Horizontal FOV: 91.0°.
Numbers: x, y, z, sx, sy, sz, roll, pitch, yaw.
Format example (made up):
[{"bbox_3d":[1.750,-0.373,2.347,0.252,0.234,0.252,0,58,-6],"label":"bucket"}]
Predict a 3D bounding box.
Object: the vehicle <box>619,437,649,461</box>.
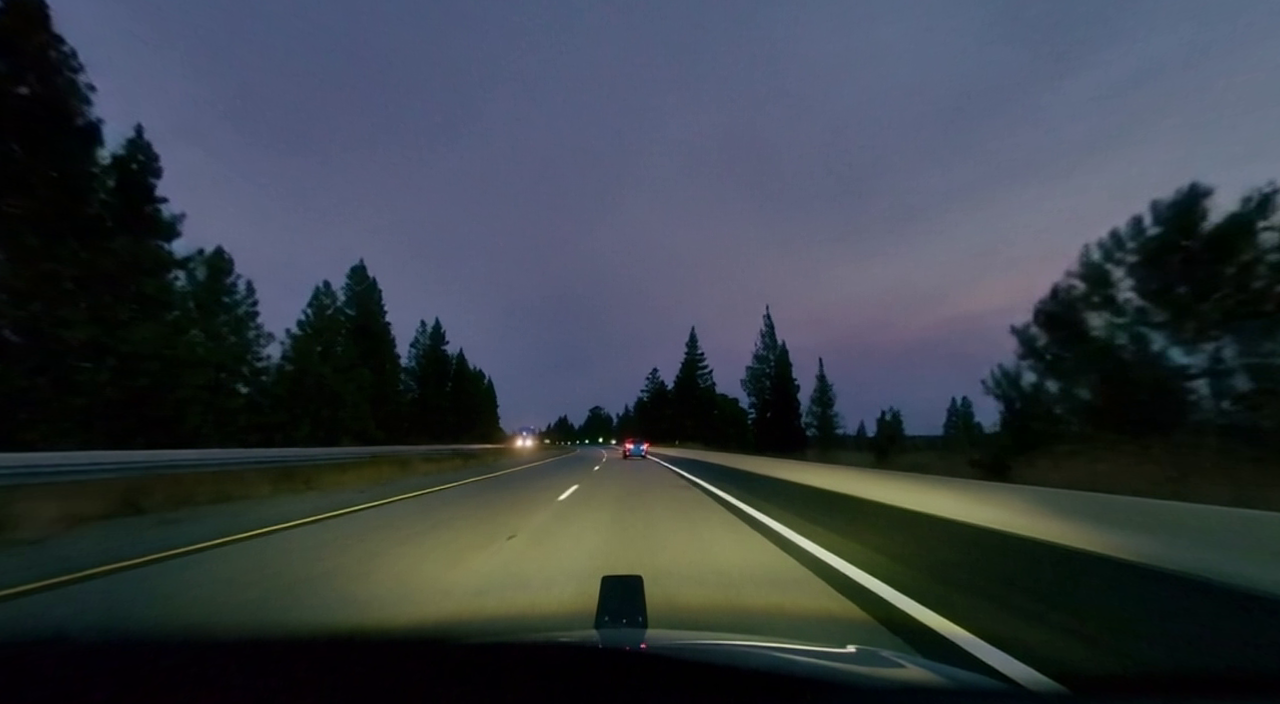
[{"bbox_3d":[-0.536,7.343,47.735,2.079,1.729,4.380,0,-8,-3],"label":"vehicle"}]
